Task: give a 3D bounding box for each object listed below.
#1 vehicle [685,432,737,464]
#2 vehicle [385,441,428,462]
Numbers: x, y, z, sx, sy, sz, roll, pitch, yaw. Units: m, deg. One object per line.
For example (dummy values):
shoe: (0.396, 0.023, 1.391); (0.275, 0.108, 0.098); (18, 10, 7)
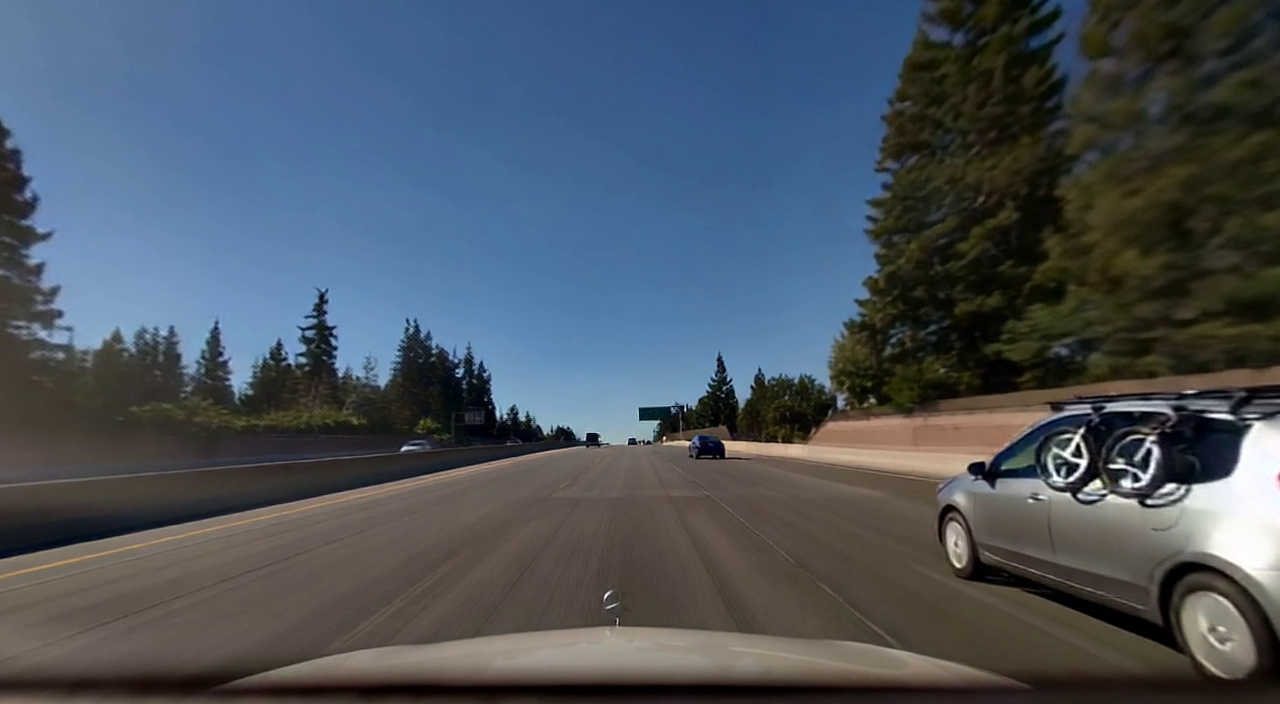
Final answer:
vehicle: (3.393, 4.656, 30.911); (1.911, 1.449, 3.776); (0, -8, -3)
vehicle: (-17.608, 7.509, 47.696); (1.745, 1.427, 3.798); (0, -8, 0)
